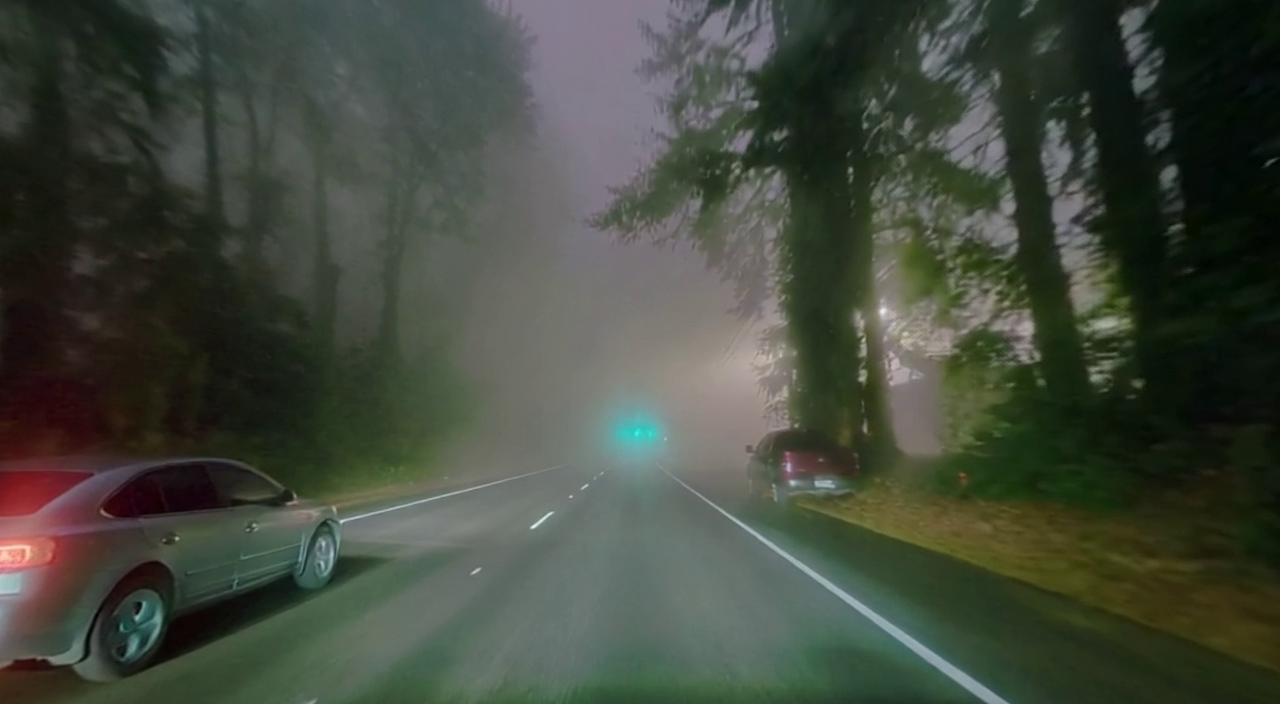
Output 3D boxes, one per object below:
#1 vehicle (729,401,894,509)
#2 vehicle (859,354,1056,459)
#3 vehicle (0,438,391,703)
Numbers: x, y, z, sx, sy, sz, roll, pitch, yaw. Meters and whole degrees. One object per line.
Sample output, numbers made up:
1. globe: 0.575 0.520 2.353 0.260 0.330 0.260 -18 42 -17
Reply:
1. vehicle: 4.334 2.814 17.675 2.554 2.388 6.973 0 -8 -1
2. vehicle: 13.685 2.868 29.178 2.862 3.816 12.219 -1 -8 1
3. vehicle: -3.940 1.484 5.348 1.946 1.437 4.154 0 -8 0
